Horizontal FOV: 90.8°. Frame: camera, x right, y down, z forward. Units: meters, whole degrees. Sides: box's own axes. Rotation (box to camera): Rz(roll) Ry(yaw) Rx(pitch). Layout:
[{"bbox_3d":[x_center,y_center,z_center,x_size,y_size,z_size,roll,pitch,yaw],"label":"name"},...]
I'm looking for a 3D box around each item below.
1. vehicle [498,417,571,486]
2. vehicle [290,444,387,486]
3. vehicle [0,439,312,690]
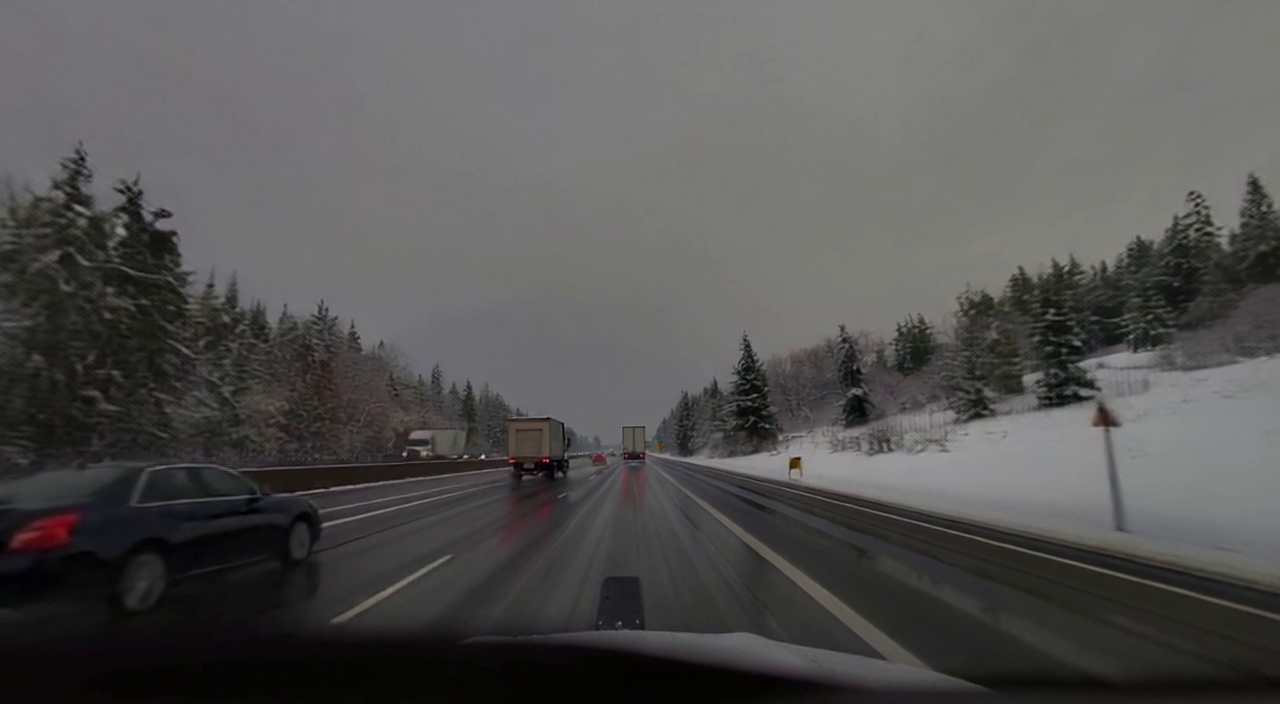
[{"bbox_3d":[-4.685,4.595,29.277,2.368,2.813,6.329,0,-9,-1],"label":"vehicle"},{"bbox_3d":[-14.030,5.286,29.768,2.136,1.786,4.844,0,-9,0],"label":"vehicle"},{"bbox_3d":[-4.743,1.419,4.772,1.979,1.459,4.643,0,-9,1],"label":"vehicle"}]
